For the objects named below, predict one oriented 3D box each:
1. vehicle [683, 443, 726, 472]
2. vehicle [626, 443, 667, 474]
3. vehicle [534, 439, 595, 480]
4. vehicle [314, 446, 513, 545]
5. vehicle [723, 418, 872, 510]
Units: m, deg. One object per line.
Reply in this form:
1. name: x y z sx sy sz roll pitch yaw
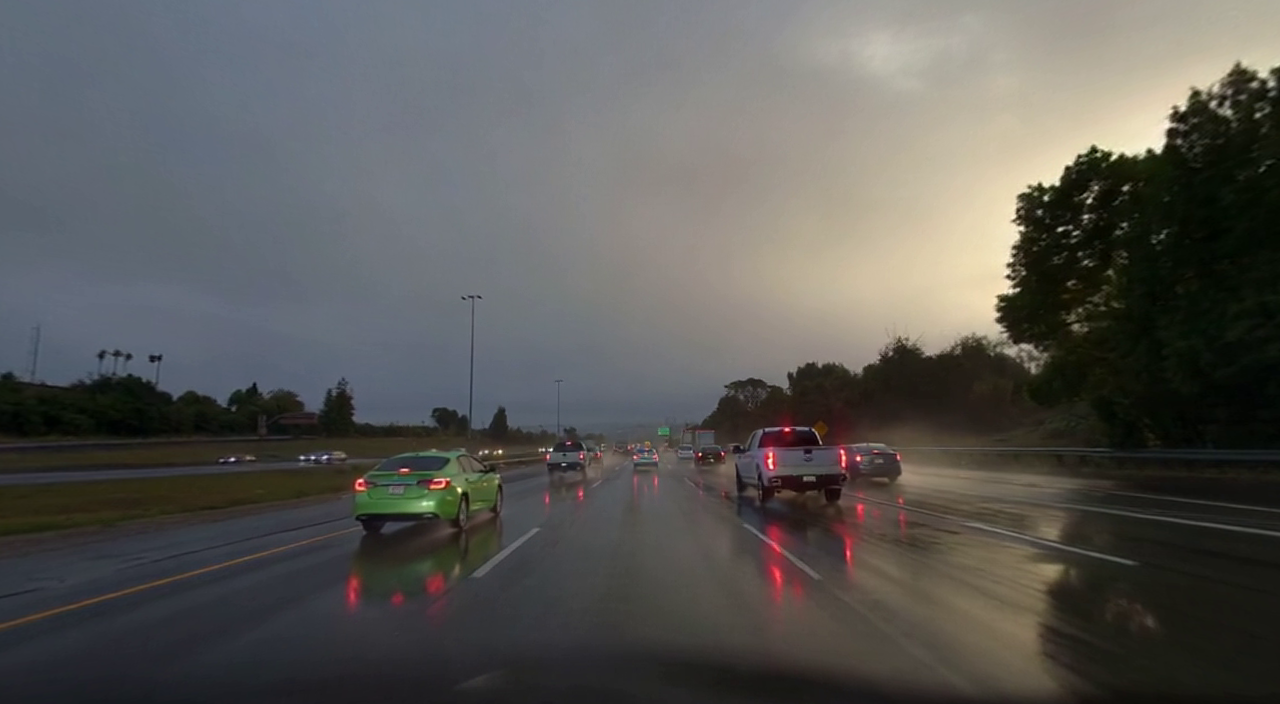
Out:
1. vehicle: 3.950 6.535 39.174 2.145 1.636 4.437 0 -9 -1
2. vehicle: 0.359 5.878 34.920 2.147 1.572 4.094 0 -9 0
3. vehicle: -3.497 5.088 30.148 2.176 1.783 4.799 0 -9 2
4. vehicle: -3.760 2.429 11.403 1.947 1.424 4.264 0 -9 1
5. vehicle: 3.703 2.787 16.126 2.340 1.925 5.529 0 -9 -1
